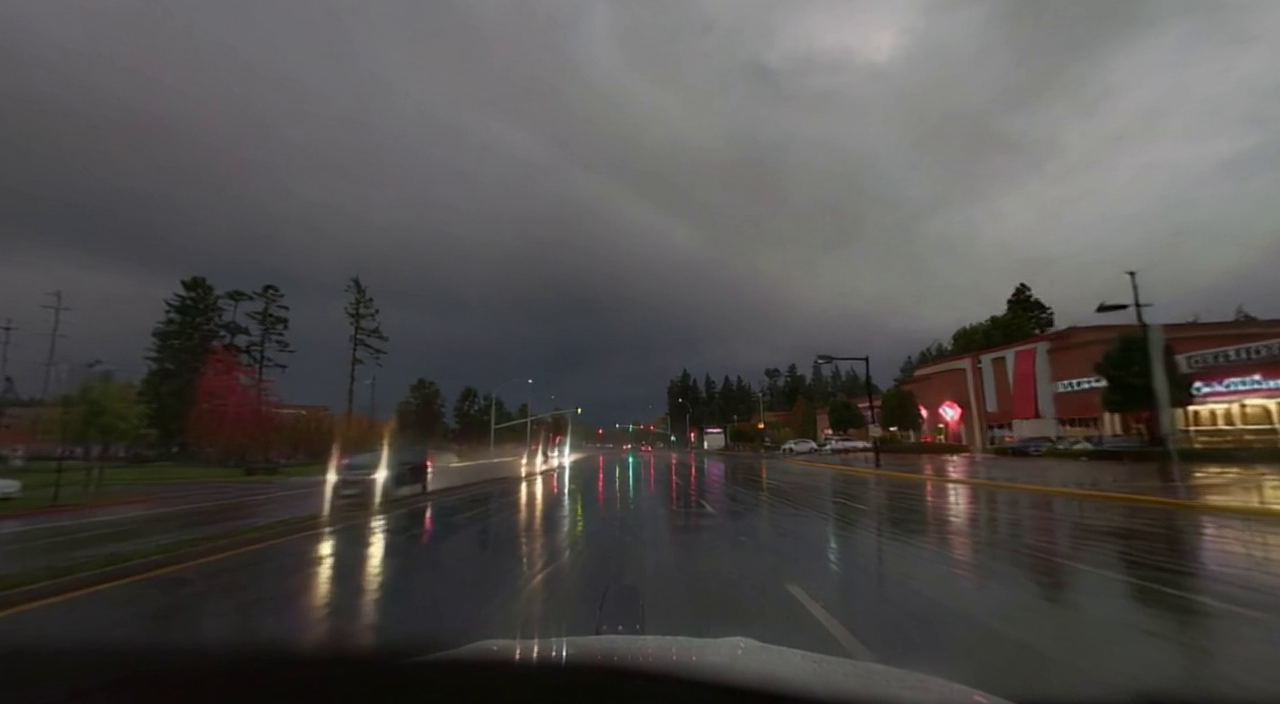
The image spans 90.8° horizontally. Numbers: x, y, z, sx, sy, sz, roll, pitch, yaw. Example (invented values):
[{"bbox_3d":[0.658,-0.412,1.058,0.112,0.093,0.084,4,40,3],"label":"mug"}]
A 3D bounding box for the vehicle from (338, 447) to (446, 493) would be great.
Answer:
[{"bbox_3d":[-8.799,4.206,22.950,2.065,1.504,4.593,0,-9,0],"label":"vehicle"}]

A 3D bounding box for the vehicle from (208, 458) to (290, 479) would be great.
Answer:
[{"bbox_3d":[-28.239,8.425,45.763,4.511,1.480,1.959,1,-9,-7],"label":"vehicle"}]
